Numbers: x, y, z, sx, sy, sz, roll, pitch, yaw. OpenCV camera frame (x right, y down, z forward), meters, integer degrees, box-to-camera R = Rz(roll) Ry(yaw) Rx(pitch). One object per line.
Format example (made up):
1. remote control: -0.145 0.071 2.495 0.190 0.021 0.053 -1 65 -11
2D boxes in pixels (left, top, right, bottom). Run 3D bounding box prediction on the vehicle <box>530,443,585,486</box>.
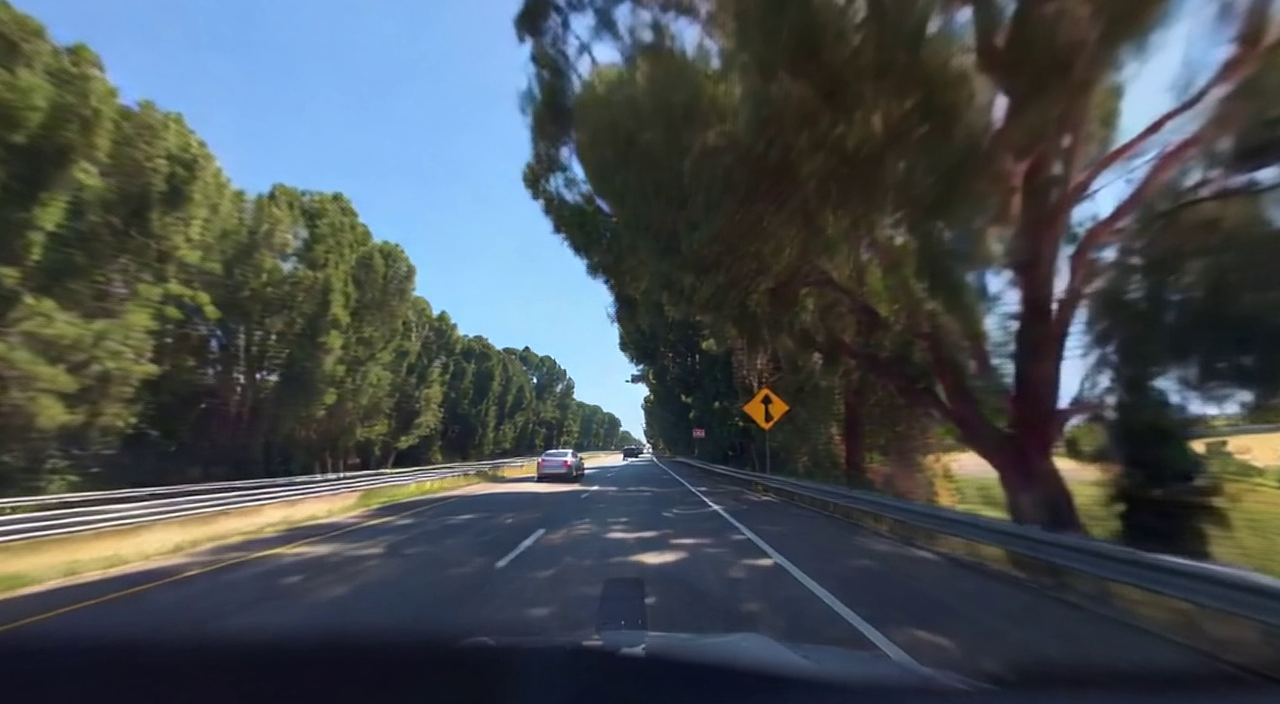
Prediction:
1. vehicle: -3.178 4.403 24.912 1.675 1.537 3.574 0 -9 1
